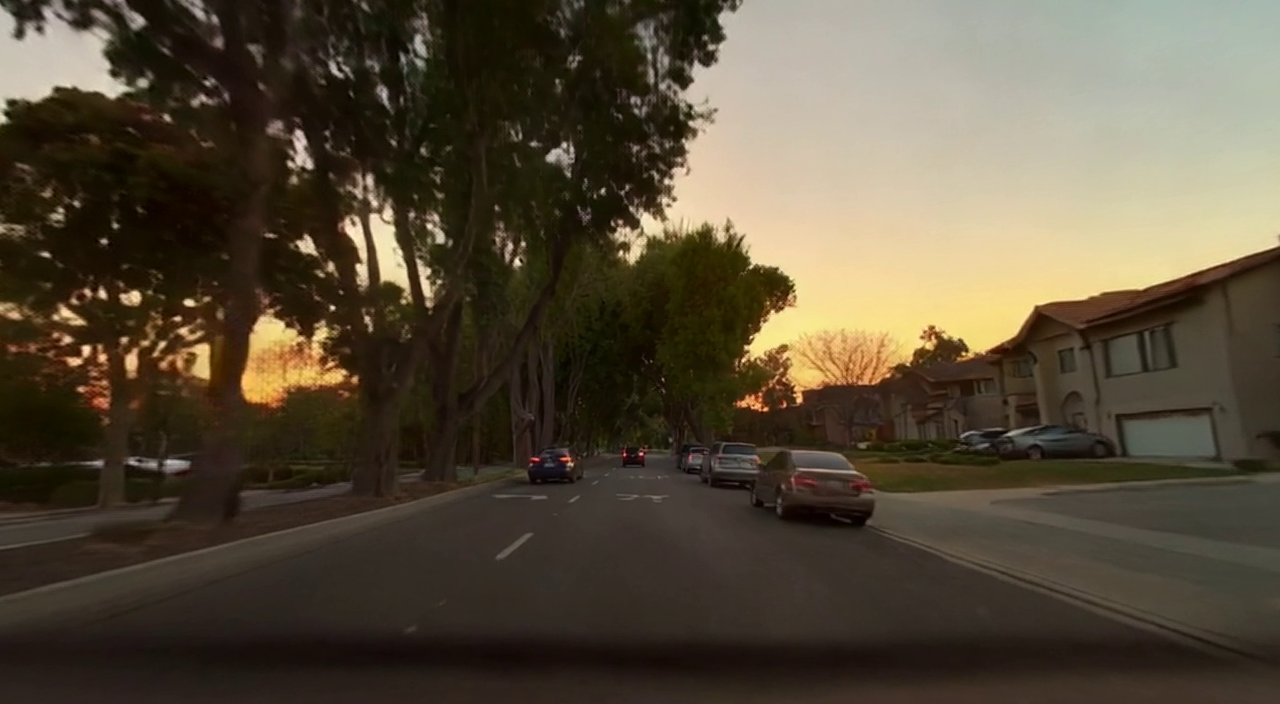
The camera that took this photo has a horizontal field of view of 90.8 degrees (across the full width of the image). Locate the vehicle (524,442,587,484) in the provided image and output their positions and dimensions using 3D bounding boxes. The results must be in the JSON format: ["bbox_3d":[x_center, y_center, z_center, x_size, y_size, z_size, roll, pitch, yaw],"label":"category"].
[{"bbox_3d":[-3.589,4.822,27.799,2.129,1.668,4.722,0,-9,0],"label":"vehicle"}]

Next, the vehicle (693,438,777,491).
[{"bbox_3d":[3.589,4.389,24.949,2.273,1.860,5.077,1,-9,-3],"label":"vehicle"}]

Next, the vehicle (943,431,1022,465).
[{"bbox_3d":[16.443,4.651,30.572,1.747,1.460,4.247,0,-9,6],"label":"vehicle"}]

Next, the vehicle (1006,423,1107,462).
[{"bbox_3d":[19.326,4.252,29.599,1.938,1.668,4.286,0,-9,3],"label":"vehicle"}]

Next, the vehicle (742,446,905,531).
[{"bbox_3d":[3.673,2.814,13.736,2.019,1.495,4.755,0,-9,-1],"label":"vehicle"}]

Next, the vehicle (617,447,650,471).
[{"bbox_3d":[-0.407,7.215,42.895,2.142,1.548,4.273,0,-9,0],"label":"vehicle"}]

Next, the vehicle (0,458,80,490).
[{"bbox_3d":[-41.567,8.114,42.285,2.307,1.896,6.192,0,-9,2],"label":"vehicle"}]
